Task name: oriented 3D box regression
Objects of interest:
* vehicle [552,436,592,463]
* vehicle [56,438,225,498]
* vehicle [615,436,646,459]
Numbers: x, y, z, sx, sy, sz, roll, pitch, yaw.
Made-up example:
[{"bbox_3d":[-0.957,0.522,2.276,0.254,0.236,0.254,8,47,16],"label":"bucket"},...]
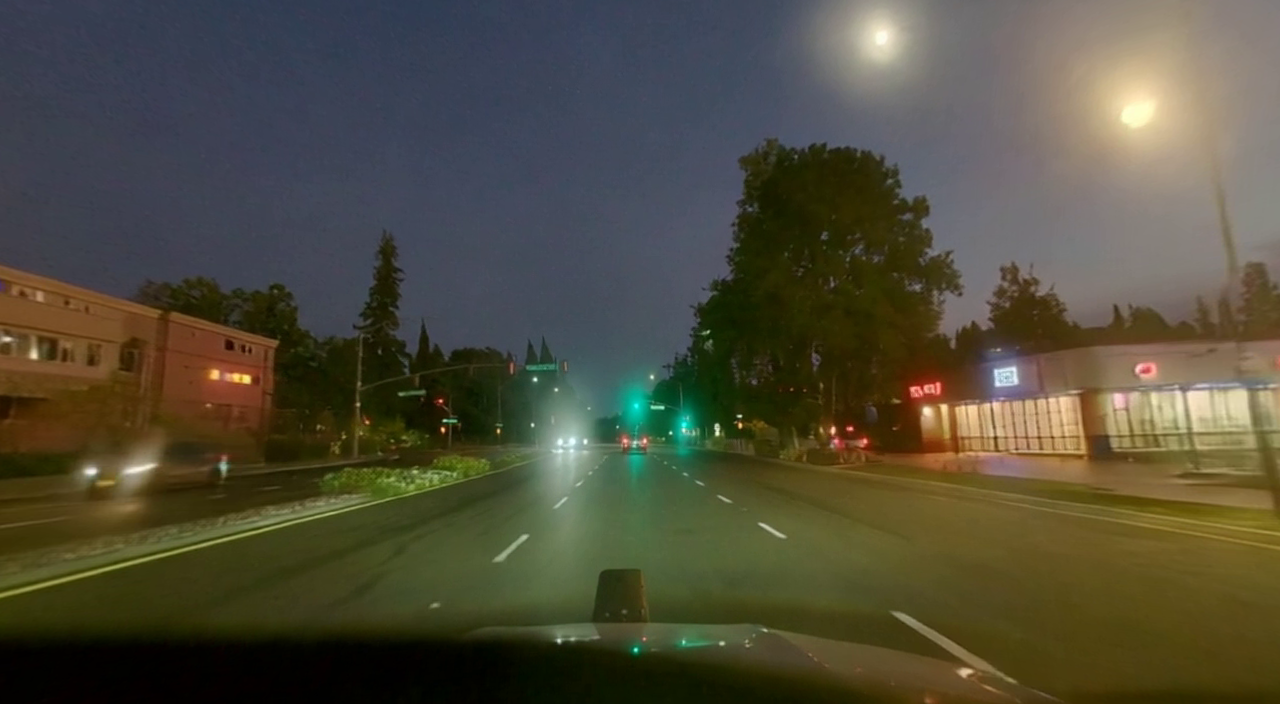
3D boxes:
[{"bbox_3d":[-4.077,5.900,38.307,1.942,1.497,4.561,0,-8,0],"label":"vehicle"},{"bbox_3d":[-15.851,3.676,20.397,1.834,1.694,4.405,0,-8,-1],"label":"vehicle"},{"bbox_3d":[-0.669,6.658,43.967,2.066,1.482,3.923,0,-8,-1],"label":"vehicle"}]
